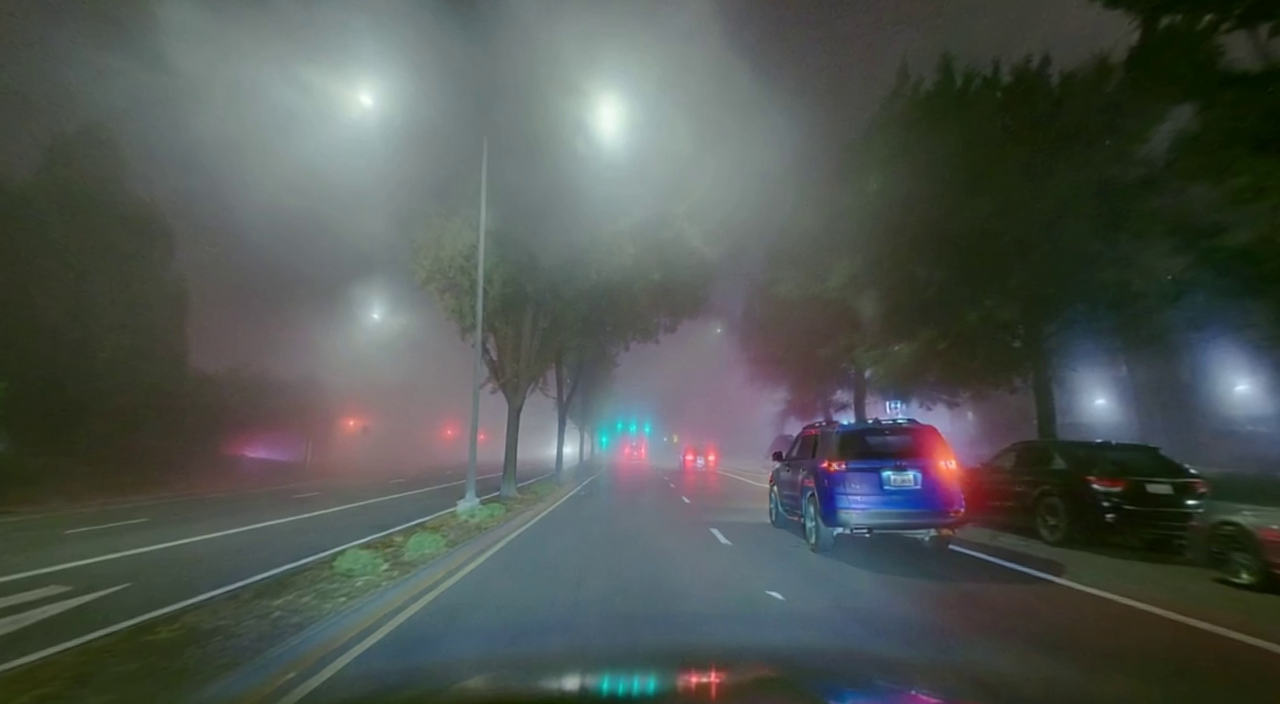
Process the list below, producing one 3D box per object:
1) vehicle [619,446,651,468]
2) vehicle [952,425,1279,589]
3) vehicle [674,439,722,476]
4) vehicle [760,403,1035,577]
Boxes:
[{"bbox_3d":[-0.328,7.227,43.534,2.131,1.474,4.146,0,-8,0],"label":"vehicle"},{"bbox_3d":[7.143,2.065,9.460,2.143,1.756,5.118,1,-8,-2],"label":"vehicle"},{"bbox_3d":[3.103,5.780,34.837,2.085,1.828,5.383,0,-8,0],"label":"vehicle"},{"bbox_3d":[3.209,1.817,9.049,2.033,1.865,4.360,0,-8,-1],"label":"vehicle"}]
